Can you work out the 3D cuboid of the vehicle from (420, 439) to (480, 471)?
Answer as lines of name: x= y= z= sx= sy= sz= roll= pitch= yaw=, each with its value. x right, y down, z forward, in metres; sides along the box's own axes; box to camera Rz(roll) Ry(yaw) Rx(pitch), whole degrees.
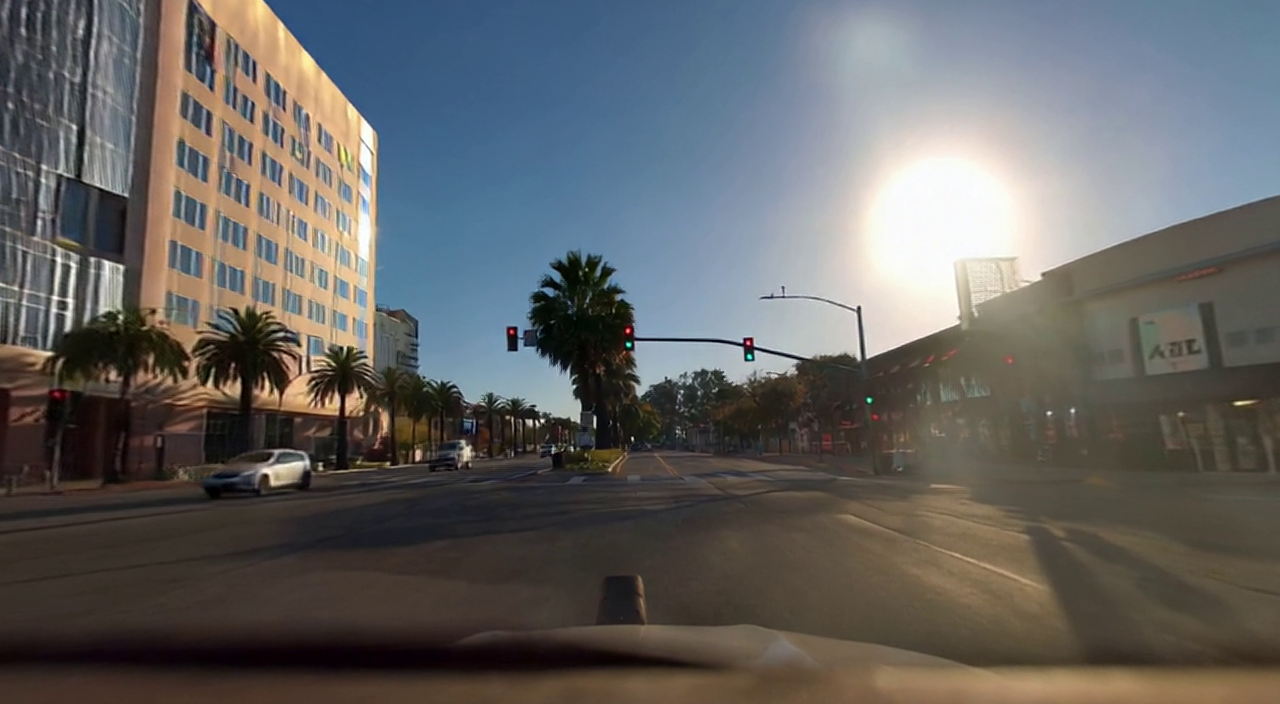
vehicle: x=-12.872 y=7.025 z=43.161 sx=2.268 sy=2.016 sz=5.632 roll=0 pitch=-8 yaw=1

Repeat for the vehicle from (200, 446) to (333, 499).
vehicle: x=-12.937 y=4.159 z=22.268 sx=2.038 sy=1.624 sz=4.292 roll=0 pitch=-8 yaw=0
